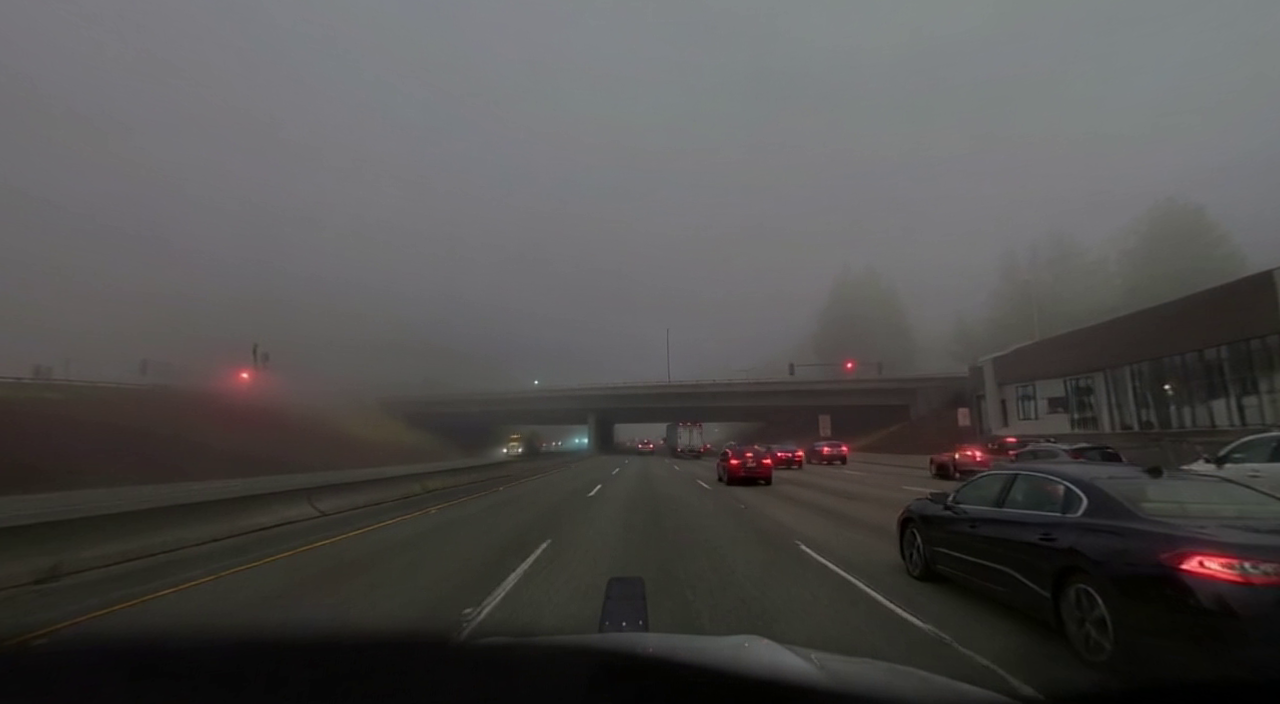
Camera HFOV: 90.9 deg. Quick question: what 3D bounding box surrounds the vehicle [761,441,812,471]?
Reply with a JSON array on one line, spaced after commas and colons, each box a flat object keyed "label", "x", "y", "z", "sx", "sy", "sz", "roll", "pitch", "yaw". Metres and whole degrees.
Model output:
[{"label": "vehicle", "x": 7.642, "y": 5.429, "z": 33.217, "sx": 1.828, "sy": 1.472, "sz": 3.805, "roll": 0, "pitch": -8, "yaw": 1}]

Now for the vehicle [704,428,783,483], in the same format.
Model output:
[{"label": "vehicle", "x": 3.795, "y": 3.904, "z": 24.036, "sx": 2.086, "sy": 1.858, "sz": 4.737, "roll": 0, "pitch": -8, "yaw": -1}]

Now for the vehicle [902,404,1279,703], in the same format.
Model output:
[{"label": "vehicle", "x": 3.582, "y": 1.174, "z": 4.050, "sx": 1.902, "sy": 1.481, "sz": 4.451, "roll": 0, "pitch": -8, "yaw": 0}]
